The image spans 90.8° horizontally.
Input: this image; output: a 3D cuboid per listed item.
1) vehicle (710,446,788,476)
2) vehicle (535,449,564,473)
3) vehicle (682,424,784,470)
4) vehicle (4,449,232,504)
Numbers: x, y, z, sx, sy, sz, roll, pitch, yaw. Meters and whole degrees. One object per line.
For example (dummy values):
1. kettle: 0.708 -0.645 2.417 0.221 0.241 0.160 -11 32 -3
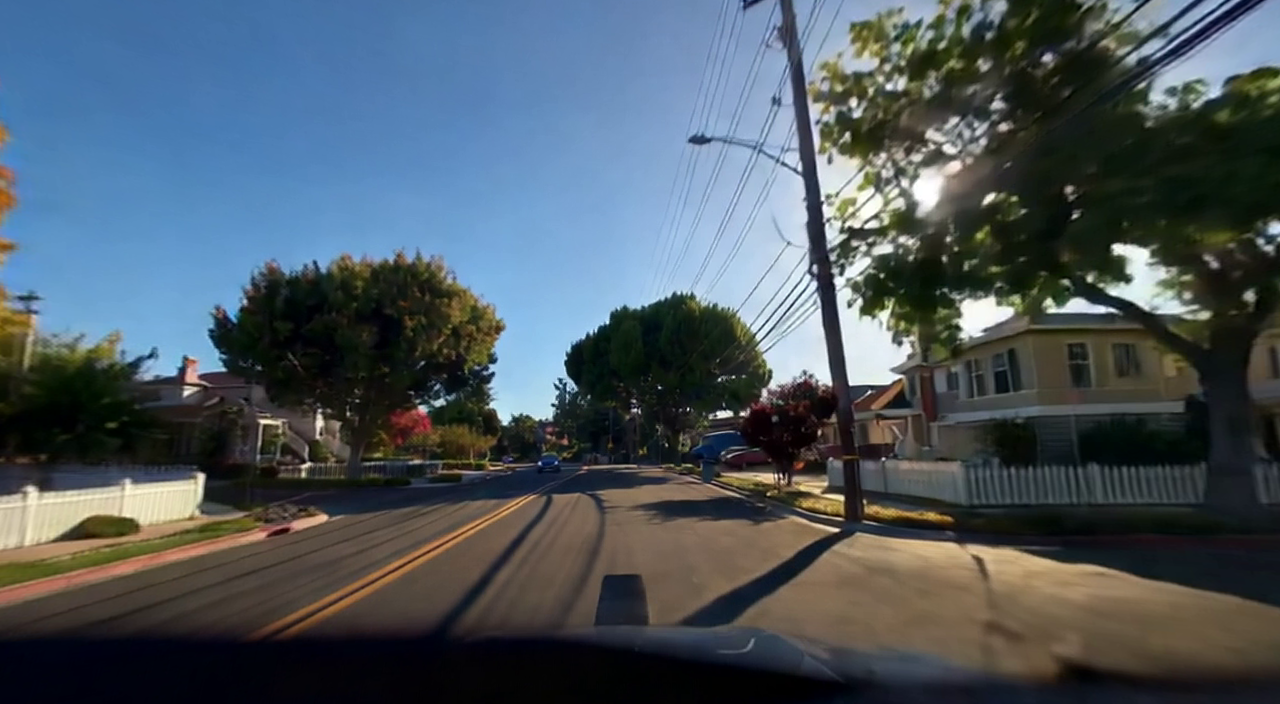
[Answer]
1. vehicle: 6.722 6.771 39.410 4.412 1.565 1.957 -3 -9 -2
2. vehicle: -6.349 7.658 44.601 1.892 1.501 4.335 1 -8 -6
3. vehicle: 7.061 7.313 48.352 7.115 3.010 2.378 -2 -11 -6
4. vehicle: -14.943 3.570 18.330 4.751 1.459 1.996 0 -8 -1
